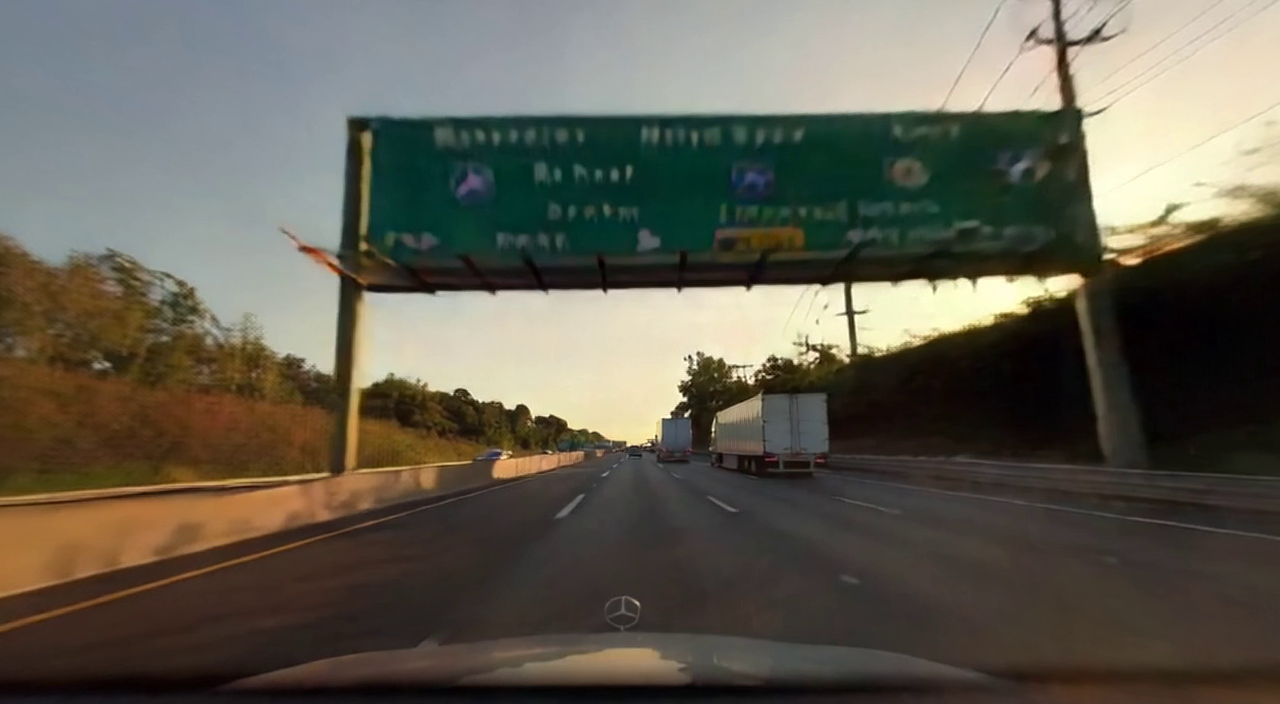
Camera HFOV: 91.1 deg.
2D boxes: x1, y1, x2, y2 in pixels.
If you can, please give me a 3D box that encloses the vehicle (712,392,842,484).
[{"bbox_3d":[7.202,5.186,37.120,3.400,4.134,17.388,0,-9,-1],"label":"vehicle"}]
